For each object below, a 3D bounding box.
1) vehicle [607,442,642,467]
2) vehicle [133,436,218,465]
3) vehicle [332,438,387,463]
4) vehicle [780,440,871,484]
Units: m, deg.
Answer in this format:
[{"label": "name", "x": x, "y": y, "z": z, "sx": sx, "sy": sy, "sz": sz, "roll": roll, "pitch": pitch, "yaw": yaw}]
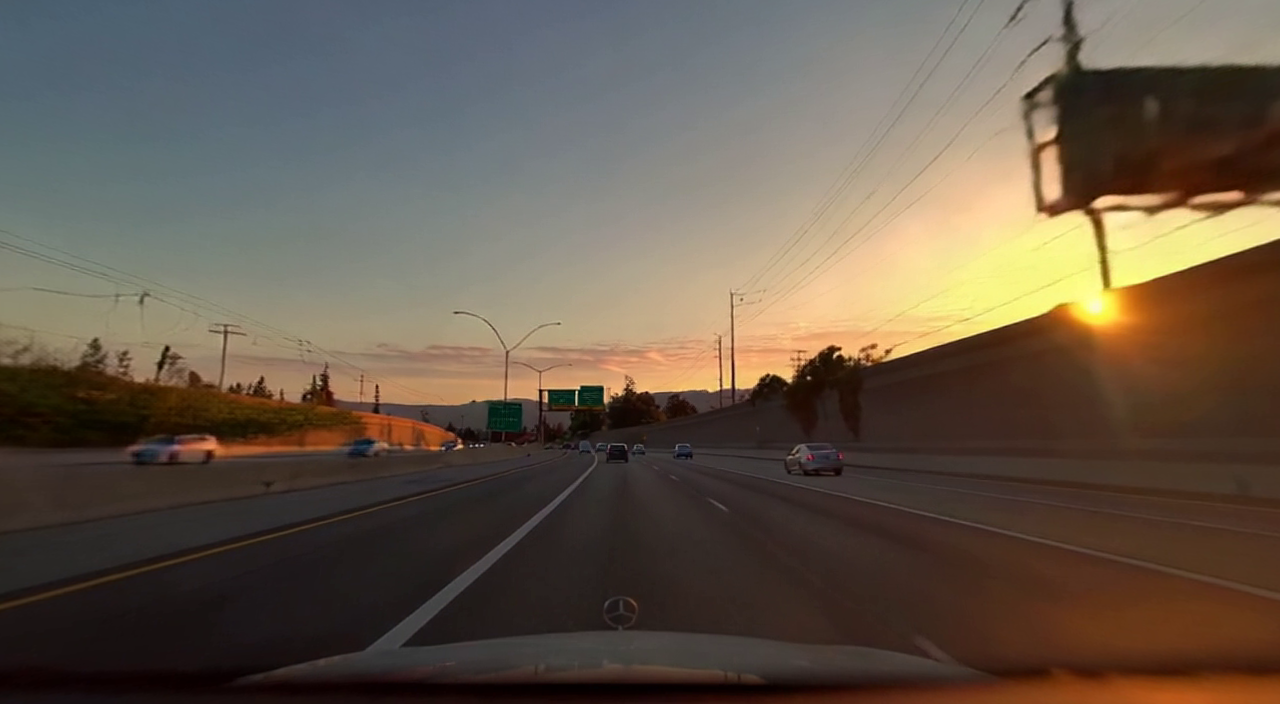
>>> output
[{"label": "vehicle", "x": -1.080, "y": 6.674, "z": 41.358, "sx": 2.109, "sy": 1.489, "sz": 4.027, "roll": 0, "pitch": -8, "yaw": -4}, {"label": "vehicle", "x": -32.280, "y": 6.846, "z": 44.211, "sx": 2.028, "sy": 1.866, "sz": 5.383, "roll": 0, "pitch": -8, "yaw": -3}, {"label": "vehicle", "x": -21.871, "y": 7.699, "z": 49.613, "sx": 2.115, "sy": 1.861, "sz": 5.374, "roll": 0, "pitch": -8, "yaw": -3}, {"label": "vehicle", "x": 6.687, "y": 4.008, "z": 23.332, "sx": 1.876, "sy": 1.451, "sz": 4.154, "roll": 0, "pitch": -8, "yaw": -3}]
